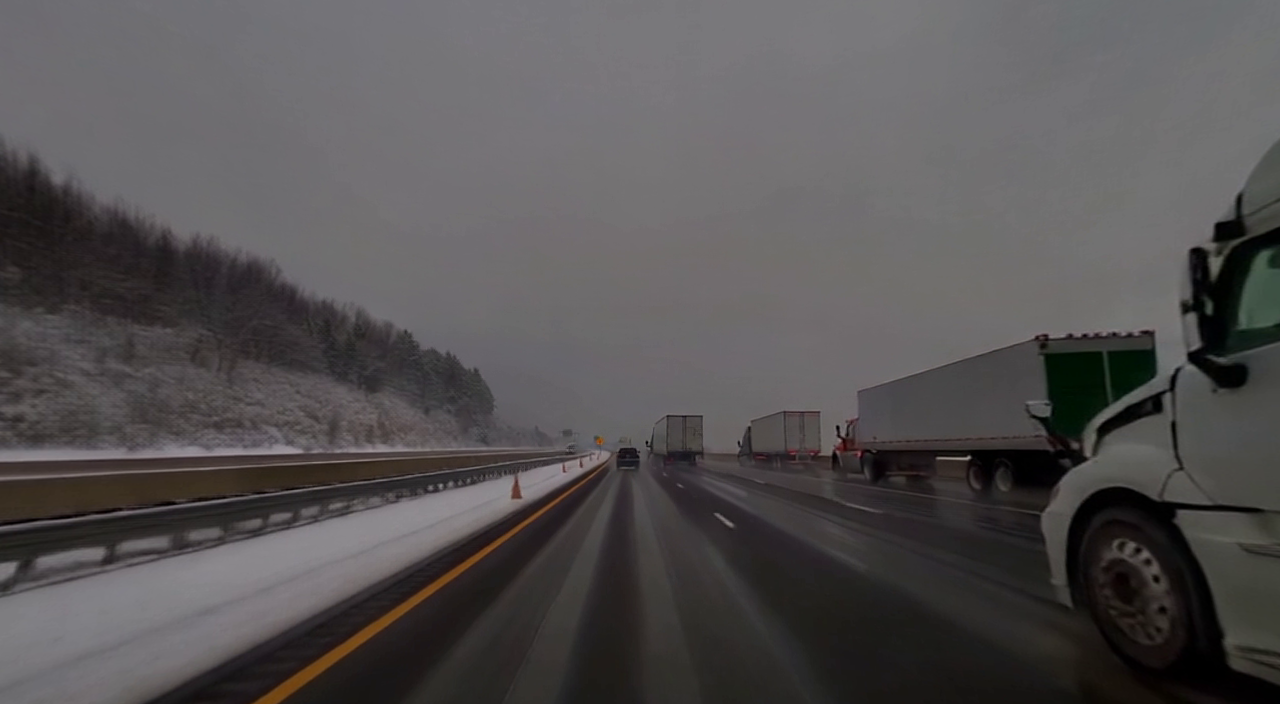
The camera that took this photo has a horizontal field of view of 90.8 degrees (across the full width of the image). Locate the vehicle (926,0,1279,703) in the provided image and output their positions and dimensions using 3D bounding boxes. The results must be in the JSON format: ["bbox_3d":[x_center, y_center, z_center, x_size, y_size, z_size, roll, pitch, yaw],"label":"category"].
[{"bbox_3d":[3.567,-0.357,1.171,2.990,3.934,6.180,0,-9,0],"label":"vehicle"}]

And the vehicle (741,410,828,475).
[{"bbox_3d":[10.390,6.928,47.628,2.854,4.112,14.088,0,-9,-2],"label":"vehicle"}]

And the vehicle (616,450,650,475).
[{"bbox_3d":[-0.454,6.660,38.257,1.927,1.437,3.794,0,-9,-1],"label":"vehicle"}]
